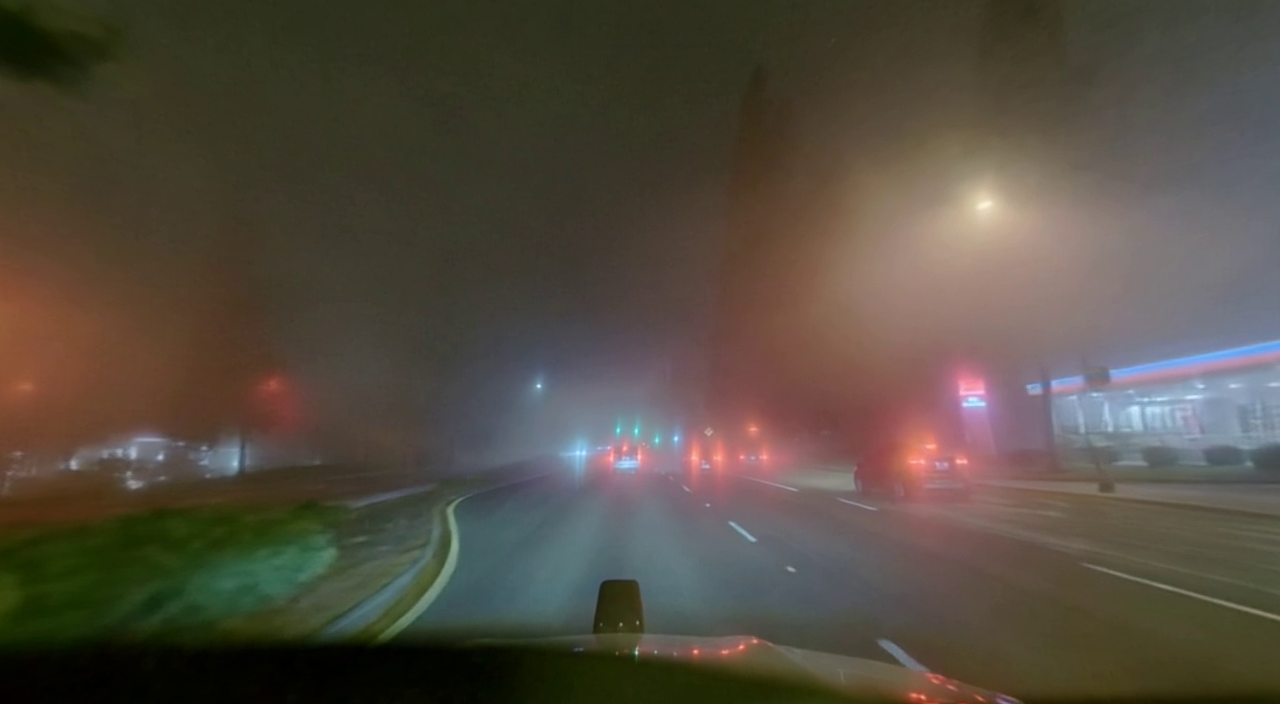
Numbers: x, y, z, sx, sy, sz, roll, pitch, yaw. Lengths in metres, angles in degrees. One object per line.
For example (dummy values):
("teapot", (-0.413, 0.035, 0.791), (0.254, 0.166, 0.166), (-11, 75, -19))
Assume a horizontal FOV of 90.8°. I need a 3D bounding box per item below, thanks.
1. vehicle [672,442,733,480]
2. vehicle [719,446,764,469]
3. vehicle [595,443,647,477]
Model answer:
("vehicle", (2.612, 4.718, 27.669), (2.057, 1.491, 4.675), (0, -9, -2))
("vehicle", (6.337, 6.640, 39.997), (2.068, 1.393, 3.874), (0, -9, -2))
("vehicle", (-0.859, 5.003, 29.521), (2.242, 1.474, 4.127), (0, -9, -1))
